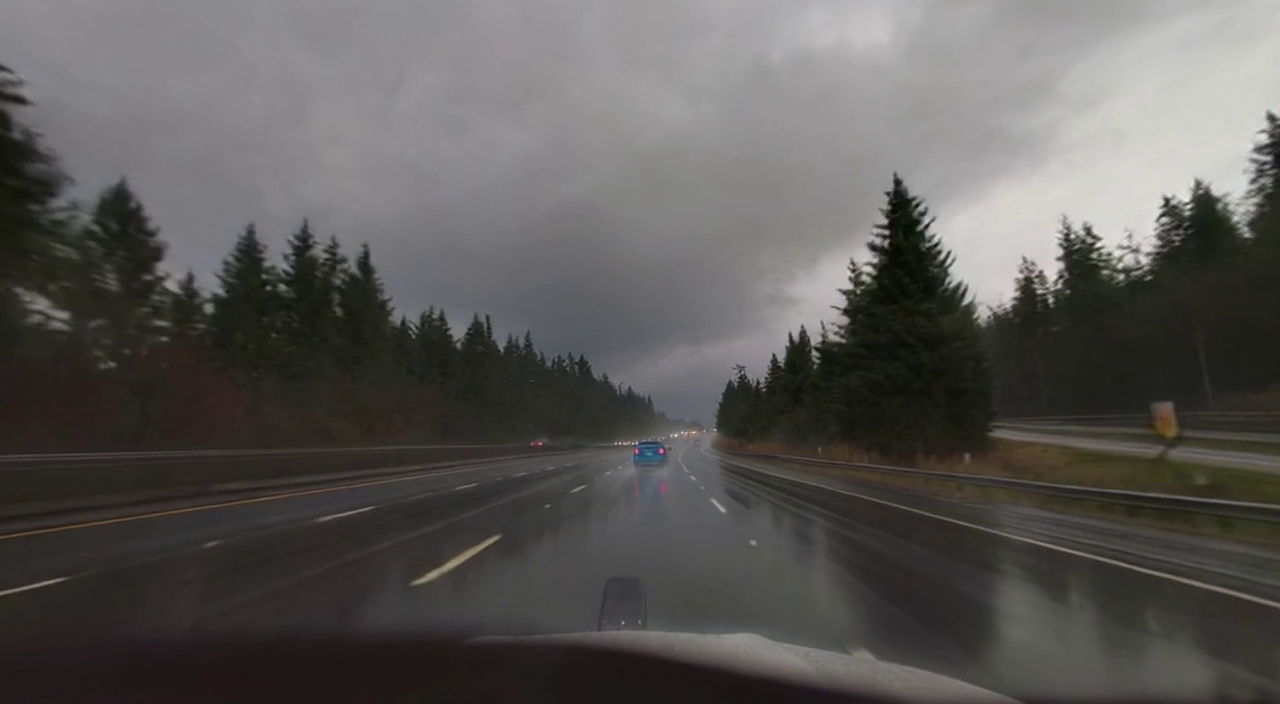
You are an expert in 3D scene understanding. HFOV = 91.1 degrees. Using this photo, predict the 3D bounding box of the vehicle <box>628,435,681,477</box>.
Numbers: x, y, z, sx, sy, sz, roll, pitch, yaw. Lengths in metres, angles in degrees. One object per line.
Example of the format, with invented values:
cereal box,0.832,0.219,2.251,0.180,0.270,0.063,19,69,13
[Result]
vehicle,0.703,4.484,27.363,2.133,1.686,4.203,-1,-8,3
